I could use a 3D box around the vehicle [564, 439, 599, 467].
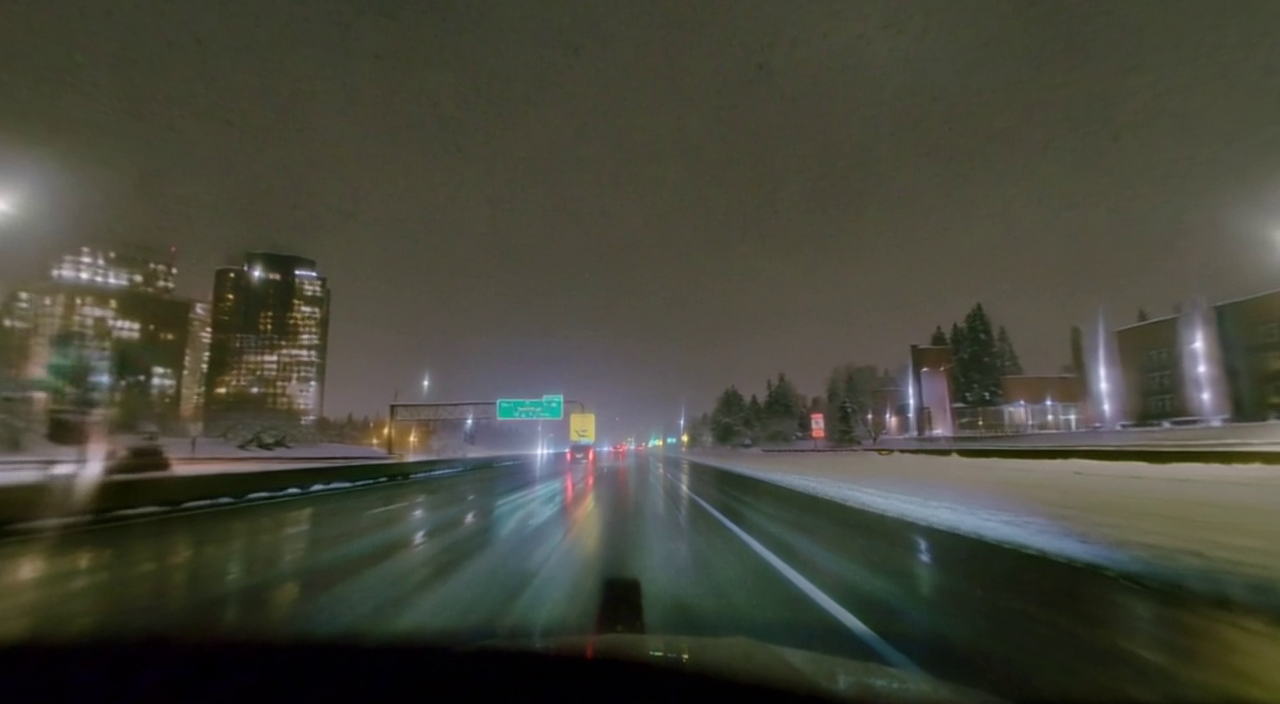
[{"bbox_3d":[-3.966,6.897,43.200,2.047,1.786,4.217,0,-8,-1],"label":"vehicle"}]
